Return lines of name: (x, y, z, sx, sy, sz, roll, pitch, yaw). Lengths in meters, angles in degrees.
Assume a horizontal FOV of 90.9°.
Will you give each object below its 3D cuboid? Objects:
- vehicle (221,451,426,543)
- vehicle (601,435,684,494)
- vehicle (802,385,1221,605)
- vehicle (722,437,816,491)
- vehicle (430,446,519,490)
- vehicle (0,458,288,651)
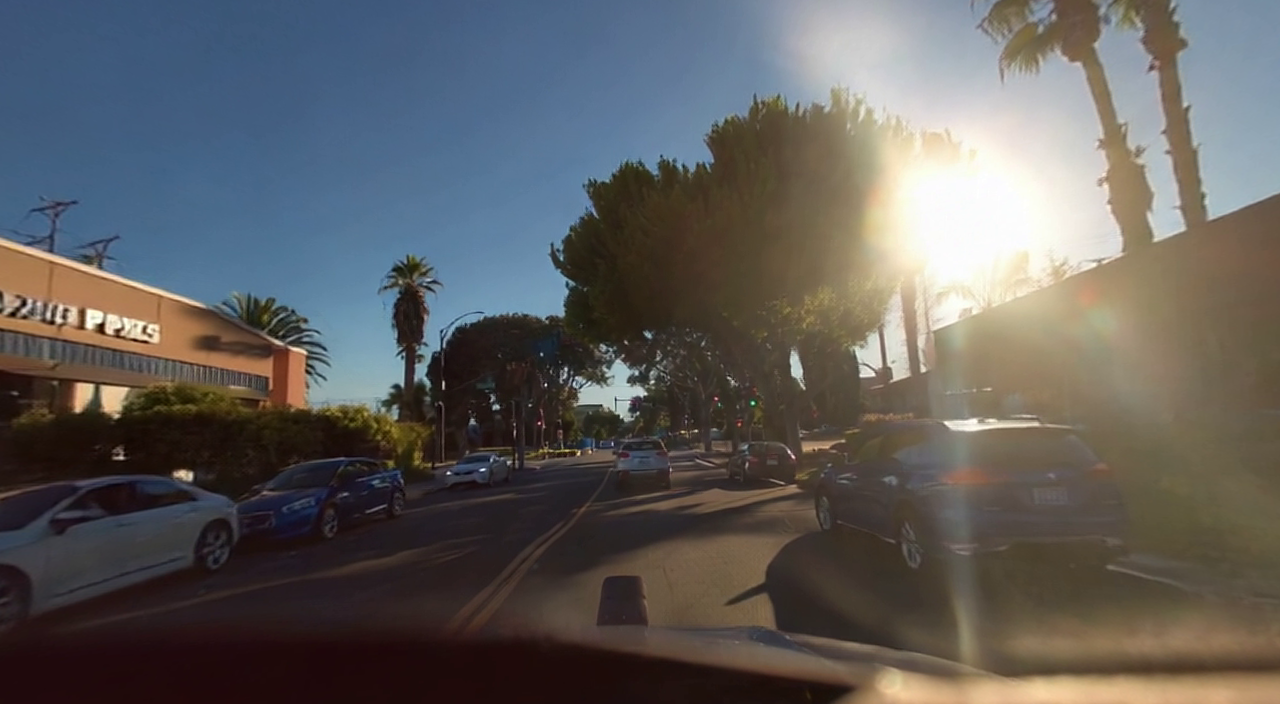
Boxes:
vehicle: (-6.131, 2.810, 12.963, 1.850, 1.482, 4.454, 0, -8, 1)
vehicle: (0.056, 3.100, 17.722, 2.060, 1.452, 4.078, 0, -8, 0)
vehicle: (3.697, 1.539, 7.815, 2.099, 1.786, 5.198, 0, -8, 1)
vehicle: (3.680, 3.273, 18.830, 1.821, 1.417, 4.454, 0, -8, -1)
vehicle: (-6.228, 4.410, 24.418, 2.105, 1.469, 4.693, 0, -8, 1)
vehicle: (-6.123, 1.941, 6.774, 1.874, 1.472, 4.668, 0, -8, 2)
